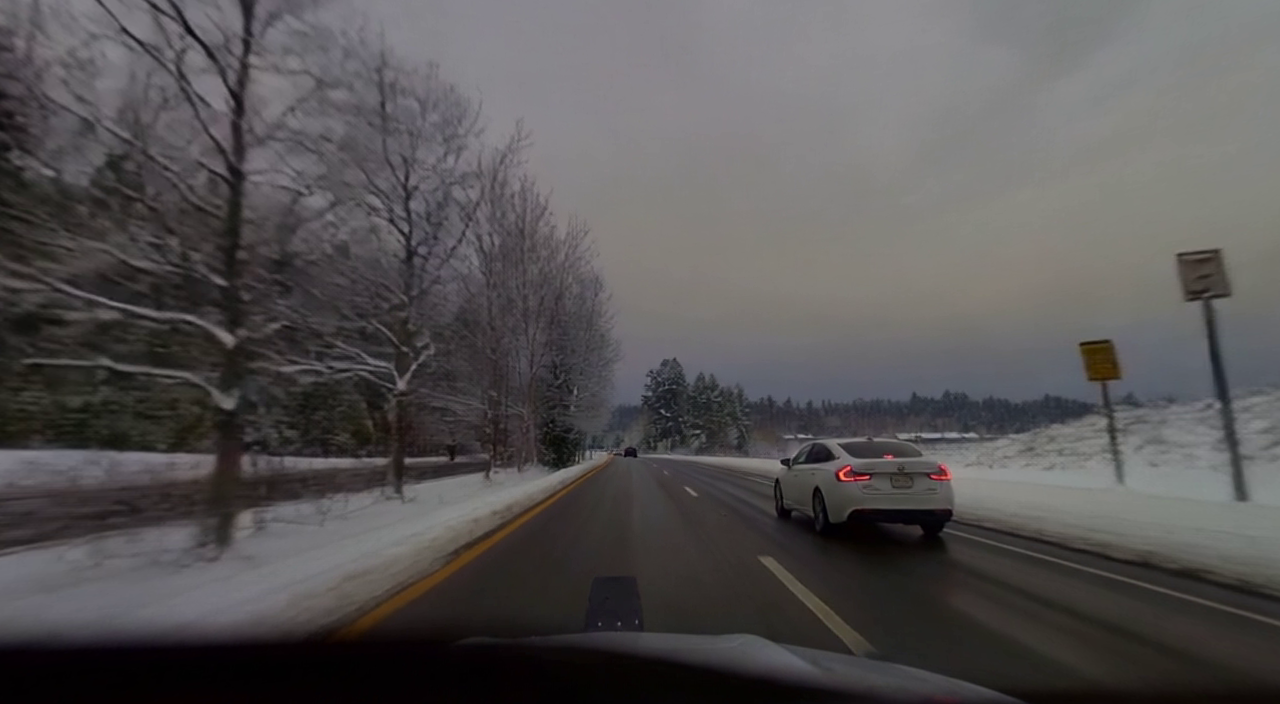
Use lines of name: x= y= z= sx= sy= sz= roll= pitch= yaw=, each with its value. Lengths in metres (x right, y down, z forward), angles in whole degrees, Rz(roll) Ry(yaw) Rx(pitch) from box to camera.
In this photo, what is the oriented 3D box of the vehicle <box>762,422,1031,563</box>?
vehicle: x=3.360 y=1.946 z=9.519 sx=2.060 sy=1.584 sz=4.592 roll=0 pitch=-9 yaw=-1
